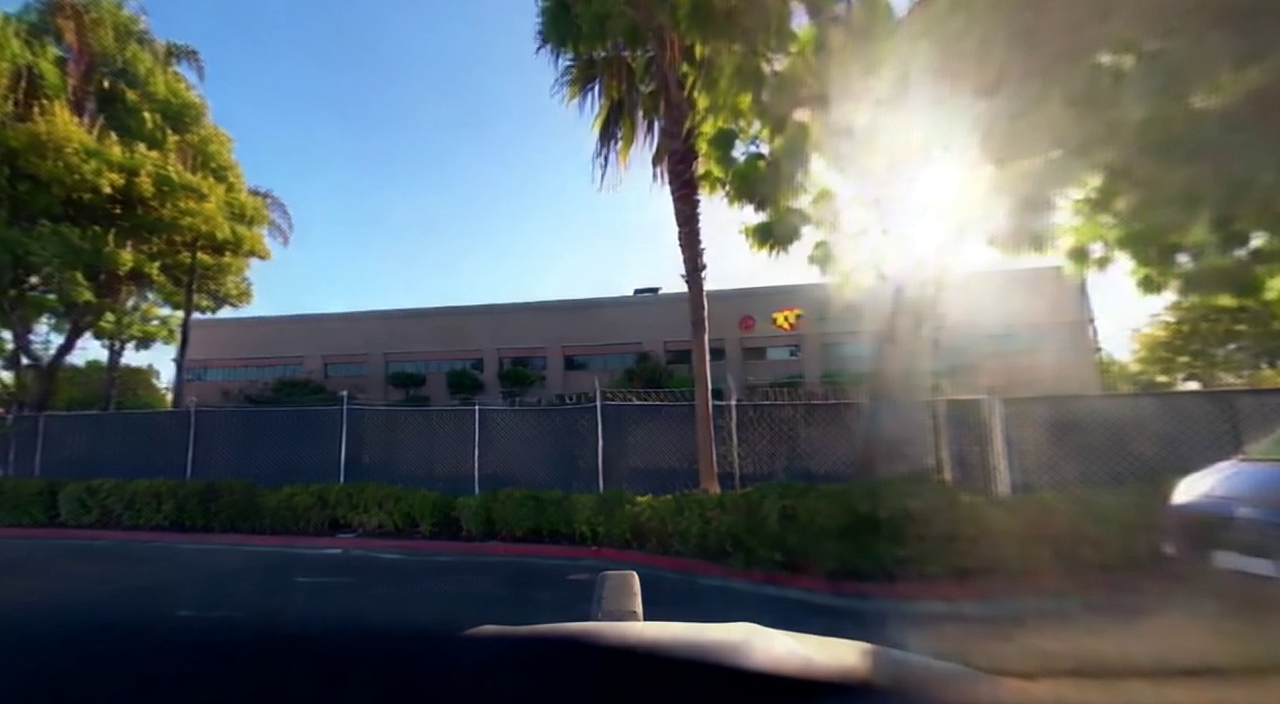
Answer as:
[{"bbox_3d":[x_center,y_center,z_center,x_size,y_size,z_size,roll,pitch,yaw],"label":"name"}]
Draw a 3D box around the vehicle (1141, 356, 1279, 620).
[{"bbox_3d":[6.534,0.952,4.699,4.365,1.791,2.073,1,-7,-15],"label":"vehicle"}]
